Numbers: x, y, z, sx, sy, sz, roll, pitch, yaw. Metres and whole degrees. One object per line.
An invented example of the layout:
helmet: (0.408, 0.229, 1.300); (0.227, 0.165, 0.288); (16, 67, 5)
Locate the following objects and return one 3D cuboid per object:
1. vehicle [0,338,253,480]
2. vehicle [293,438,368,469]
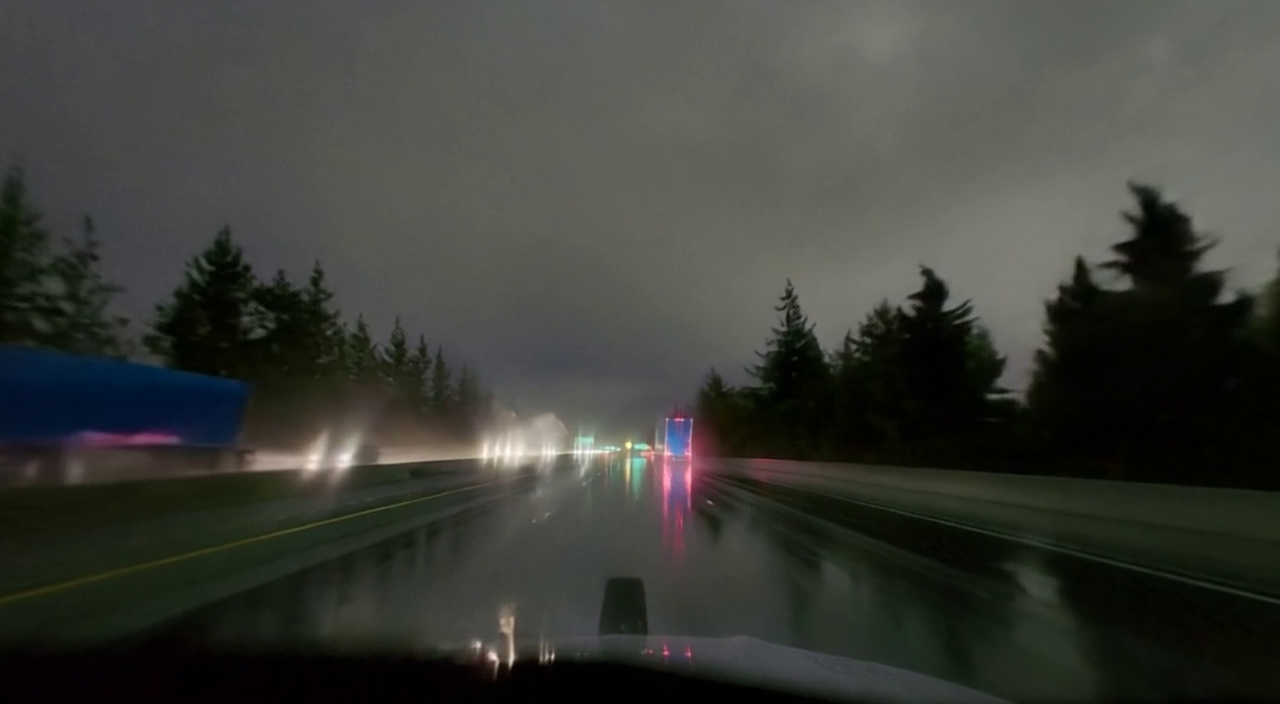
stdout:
vehicle: (-19.994, 2.409, 23.031); (2.891, 4.057, 14.014); (0, -9, 0)
vehicle: (-15.777, 5.206, 32.315); (1.836, 1.465, 4.012); (0, -9, -1)
